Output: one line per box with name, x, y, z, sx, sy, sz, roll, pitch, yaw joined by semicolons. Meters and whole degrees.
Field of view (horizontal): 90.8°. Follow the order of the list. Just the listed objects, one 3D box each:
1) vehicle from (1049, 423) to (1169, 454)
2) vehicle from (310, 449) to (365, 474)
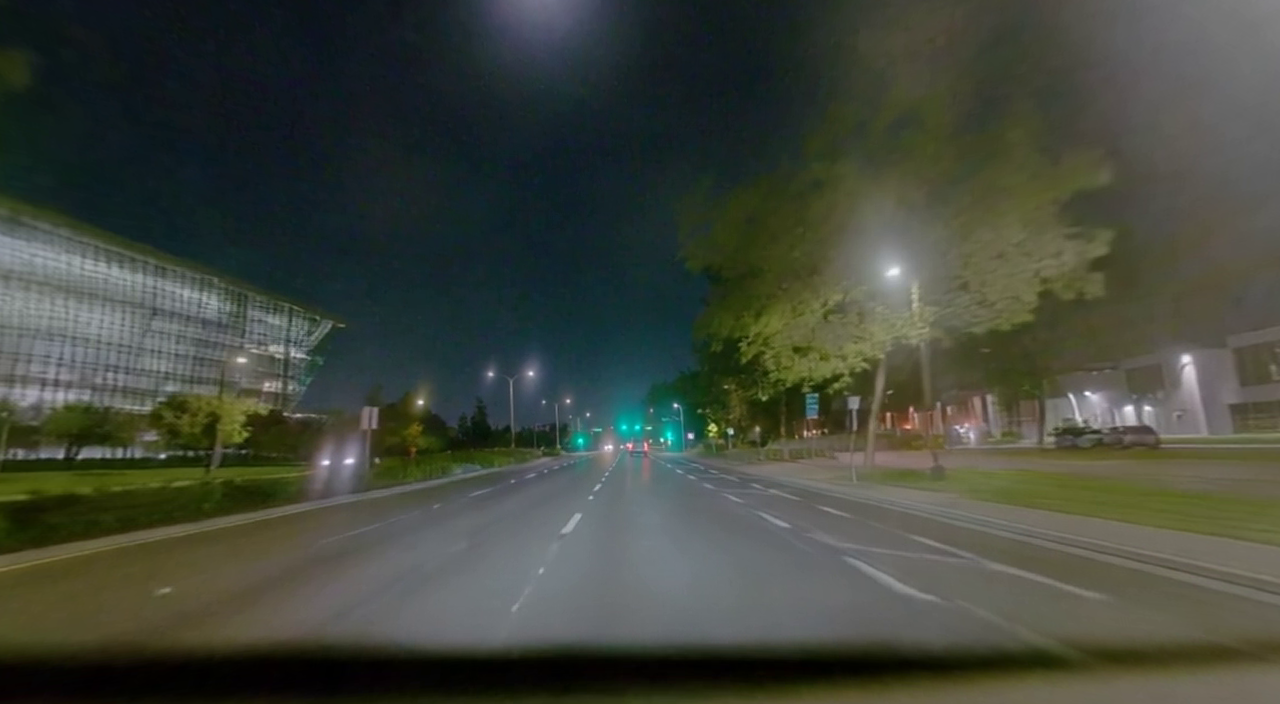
vehicle;24.394;4.535;32.985;4.758;1.522;1.930;0;-8;-3
vehicle;-21.127;7.640;44.315;1.835;1.606;4.289;0;-8;-1
